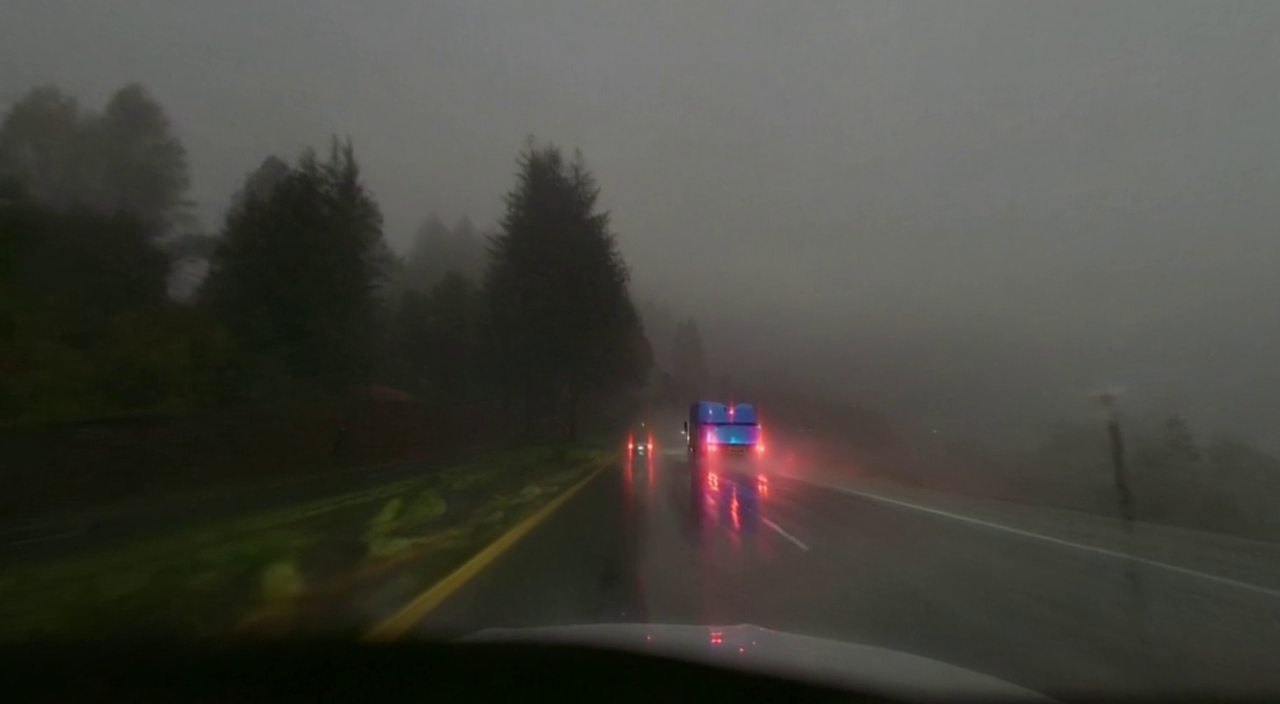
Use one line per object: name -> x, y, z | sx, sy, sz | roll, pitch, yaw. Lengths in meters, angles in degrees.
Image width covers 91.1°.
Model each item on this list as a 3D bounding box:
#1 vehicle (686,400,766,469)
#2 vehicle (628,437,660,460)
vehicle -> 4.337, 4.473, 33.555 | 3.015, 3.211, 7.982 | 0, -8, -1
vehicle -> 0.291, 6.781, 44.235 | 2.170, 1.544, 4.373 | 0, -8, 0
